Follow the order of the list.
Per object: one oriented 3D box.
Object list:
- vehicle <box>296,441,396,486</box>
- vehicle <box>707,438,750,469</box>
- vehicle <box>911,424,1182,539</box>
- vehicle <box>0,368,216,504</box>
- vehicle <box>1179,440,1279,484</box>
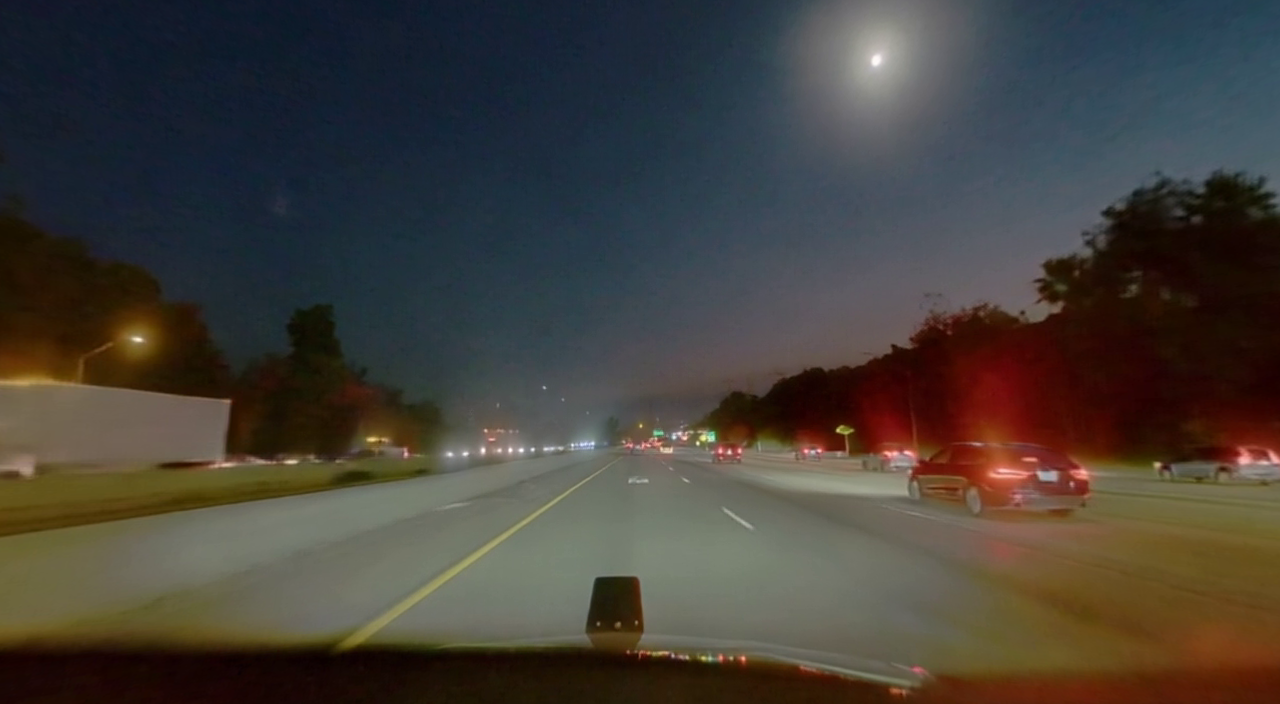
[{"bbox_3d":[-11.999,4.543,26.061,1.960,1.681,4.480,0,-8,0],"label":"vehicle"},{"bbox_3d":[5.235,6.067,37.703,2.035,1.704,3.867,0,-8,0],"label":"vehicle"},{"bbox_3d":[6.811,2.192,11.298,1.902,1.623,4.360,0,-8,-1],"label":"vehicle"},{"bbox_3d":[-19.755,3.029,22.144,2.957,3.852,9.397,0,-8,1],"label":"vehicle"},{"bbox_3d":[25.110,4.478,25.929,1.887,1.642,4.592,0,-8,3],"label":"vehicle"}]
